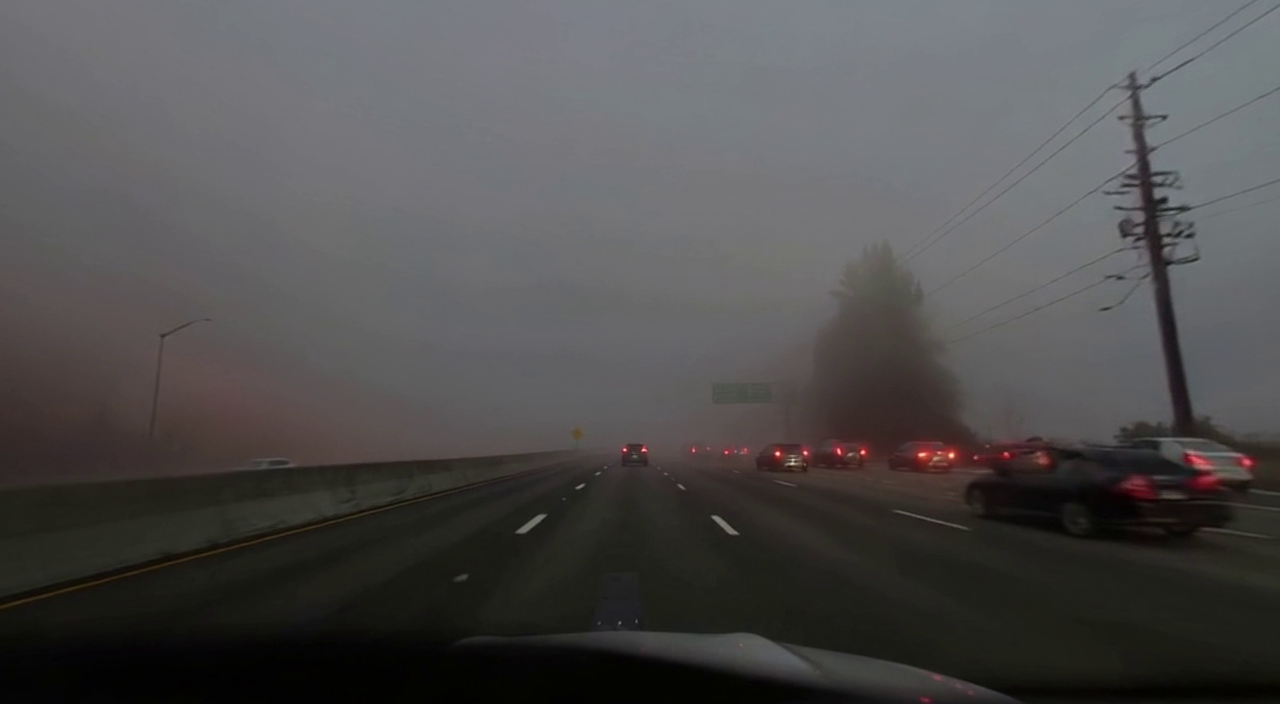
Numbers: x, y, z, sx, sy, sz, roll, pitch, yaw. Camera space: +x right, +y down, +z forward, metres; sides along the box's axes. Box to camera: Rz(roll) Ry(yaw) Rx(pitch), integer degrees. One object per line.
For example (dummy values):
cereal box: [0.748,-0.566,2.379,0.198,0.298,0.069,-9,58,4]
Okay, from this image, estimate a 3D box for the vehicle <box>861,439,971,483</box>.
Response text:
vehicle: [10.503,4.163,24.396,1.999,1.503,4.715,0,-8,-2]

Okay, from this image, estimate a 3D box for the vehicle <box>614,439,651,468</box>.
vehicle: [-0.491,6.633,41.341,2.314,1.796,4.254,0,-8,-1]

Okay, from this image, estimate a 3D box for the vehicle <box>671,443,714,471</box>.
vehicle: [2.985,6.061,36.514,1.948,1.476,4.691,0,-8,-2]

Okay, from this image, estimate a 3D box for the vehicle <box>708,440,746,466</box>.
vehicle: [6.325,7.413,46.330,2.011,1.737,4.286,0,-8,-2]

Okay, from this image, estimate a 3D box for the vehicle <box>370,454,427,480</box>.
vehicle: [-15.579,7.427,40.868,1.835,1.504,4.605,0,-9,0]

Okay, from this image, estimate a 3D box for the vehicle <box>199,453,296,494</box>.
vehicle: [-18.883,5.824,30.547,1.925,1.810,4.318,0,-8,-1]

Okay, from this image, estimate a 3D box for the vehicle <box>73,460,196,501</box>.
vehicle: [-23.024,5.841,28.940,1.884,1.625,4.540,0,-8,-1]

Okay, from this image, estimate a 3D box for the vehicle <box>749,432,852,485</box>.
vehicle: [5.987,4.048,24.219,2.145,1.822,4.791,1,-9,-7]

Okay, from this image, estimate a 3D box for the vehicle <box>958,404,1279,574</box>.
vehicle: [6.705,1.742,8.809,2.066,1.739,4.493,0,-9,-1]
